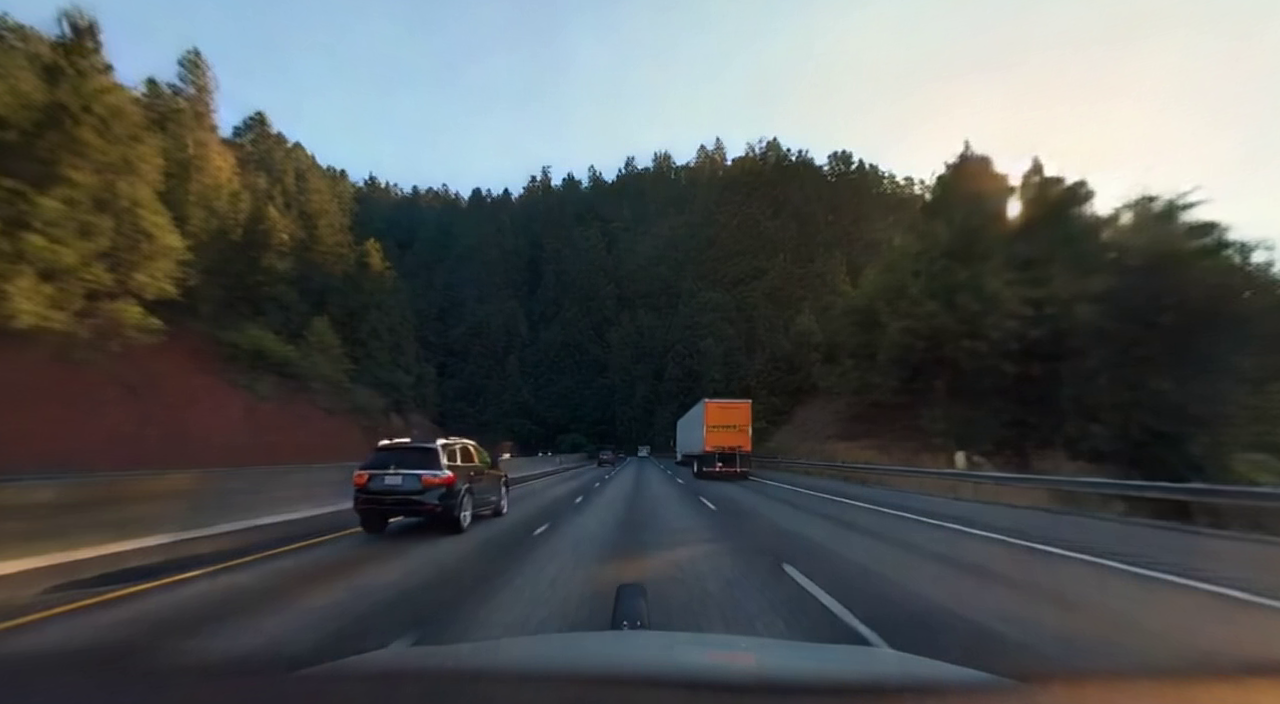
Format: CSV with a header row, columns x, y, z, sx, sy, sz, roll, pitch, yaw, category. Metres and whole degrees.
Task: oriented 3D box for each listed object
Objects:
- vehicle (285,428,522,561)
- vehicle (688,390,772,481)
x,y,z,sx,sy,sz,roll,pitch,yaw,category
-3.169,1.999,9.499,1.944,1.548,4.051,0,-9,1,vehicle
4.056,4.000,29.983,3.016,3.891,5.767,0,-9,-1,vehicle
